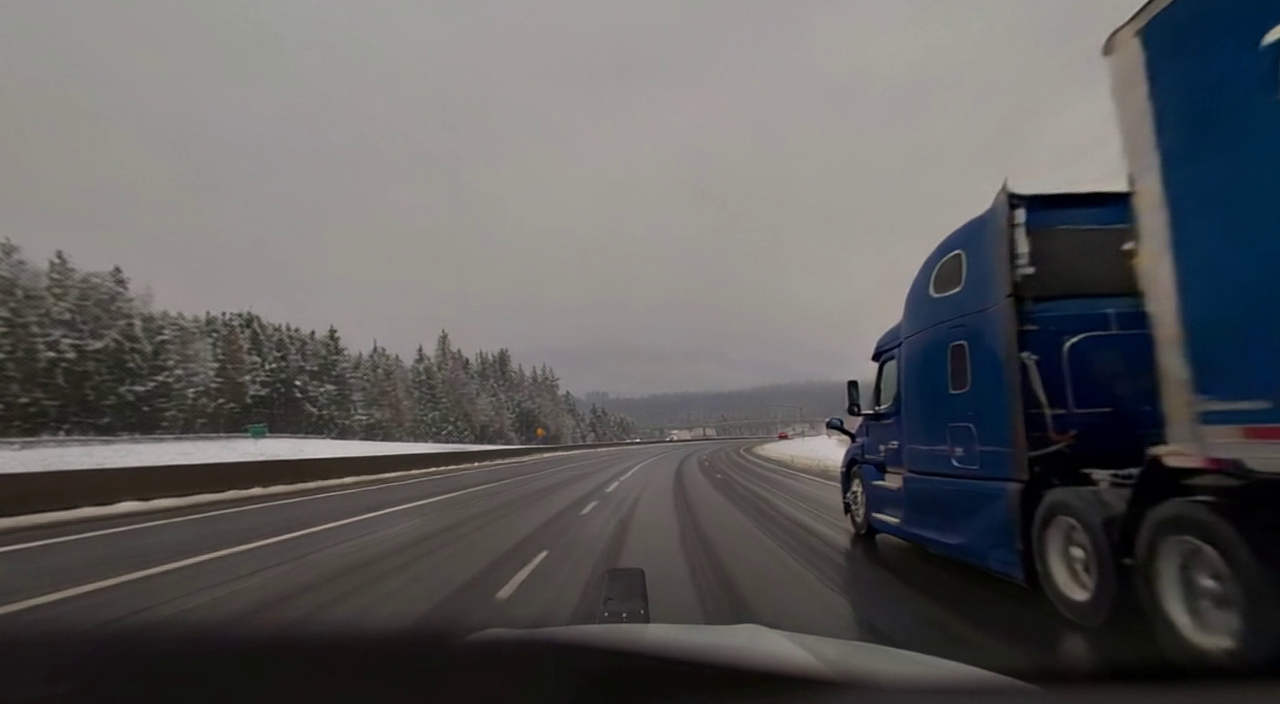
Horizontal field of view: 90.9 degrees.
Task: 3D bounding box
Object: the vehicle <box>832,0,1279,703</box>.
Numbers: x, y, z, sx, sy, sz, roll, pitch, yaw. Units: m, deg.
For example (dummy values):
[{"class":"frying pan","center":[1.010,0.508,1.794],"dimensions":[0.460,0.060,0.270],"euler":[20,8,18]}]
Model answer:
[{"class":"vehicle","center":[4.565,0.234,5.742],"dimensions":[2.997,3.915,8.330],"euler":[0,-8,0]}]
